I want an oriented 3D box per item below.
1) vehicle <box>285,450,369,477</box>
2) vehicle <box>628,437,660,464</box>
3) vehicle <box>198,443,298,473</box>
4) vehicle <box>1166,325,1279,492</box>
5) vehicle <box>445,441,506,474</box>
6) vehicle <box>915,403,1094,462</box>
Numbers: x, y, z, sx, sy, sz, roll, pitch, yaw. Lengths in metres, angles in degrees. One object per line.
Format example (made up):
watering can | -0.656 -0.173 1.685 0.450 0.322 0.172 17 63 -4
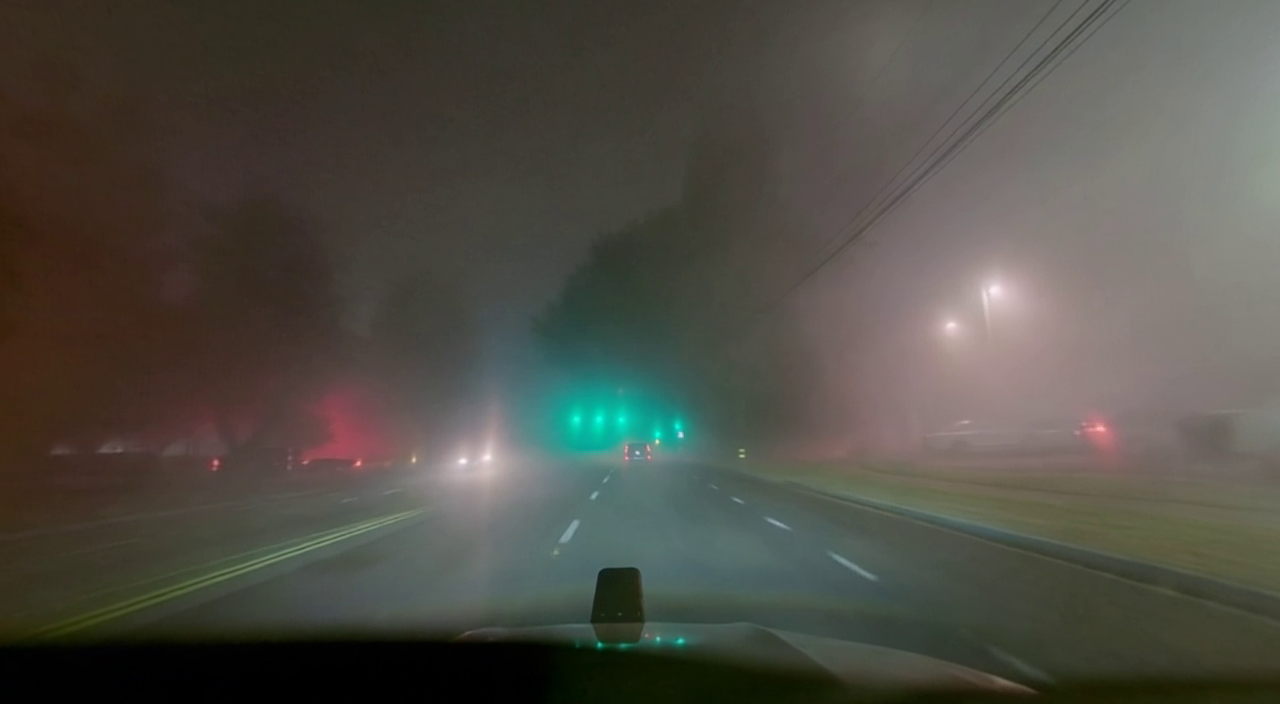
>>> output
vehicle | -21.505 7.680 43.515 4.797 1.518 1.957 -3 -8 -1
vehicle | 0.224 6.980 44.947 2.215 1.799 4.426 0 -8 -1
vehicle | -27.152 7.359 43.900 5.412 1.959 2.230 0 -8 0
vehicle | 12.245 0.935 10.112 5.577 2.450 2.199 0 -8 -1
vehicle | -10.769 6.937 41.881 2.337 1.963 5.862 0 -8 1
vehicle | 16.291 3.646 28.543 6.339 2.103 2.660 -4 -8 -1
